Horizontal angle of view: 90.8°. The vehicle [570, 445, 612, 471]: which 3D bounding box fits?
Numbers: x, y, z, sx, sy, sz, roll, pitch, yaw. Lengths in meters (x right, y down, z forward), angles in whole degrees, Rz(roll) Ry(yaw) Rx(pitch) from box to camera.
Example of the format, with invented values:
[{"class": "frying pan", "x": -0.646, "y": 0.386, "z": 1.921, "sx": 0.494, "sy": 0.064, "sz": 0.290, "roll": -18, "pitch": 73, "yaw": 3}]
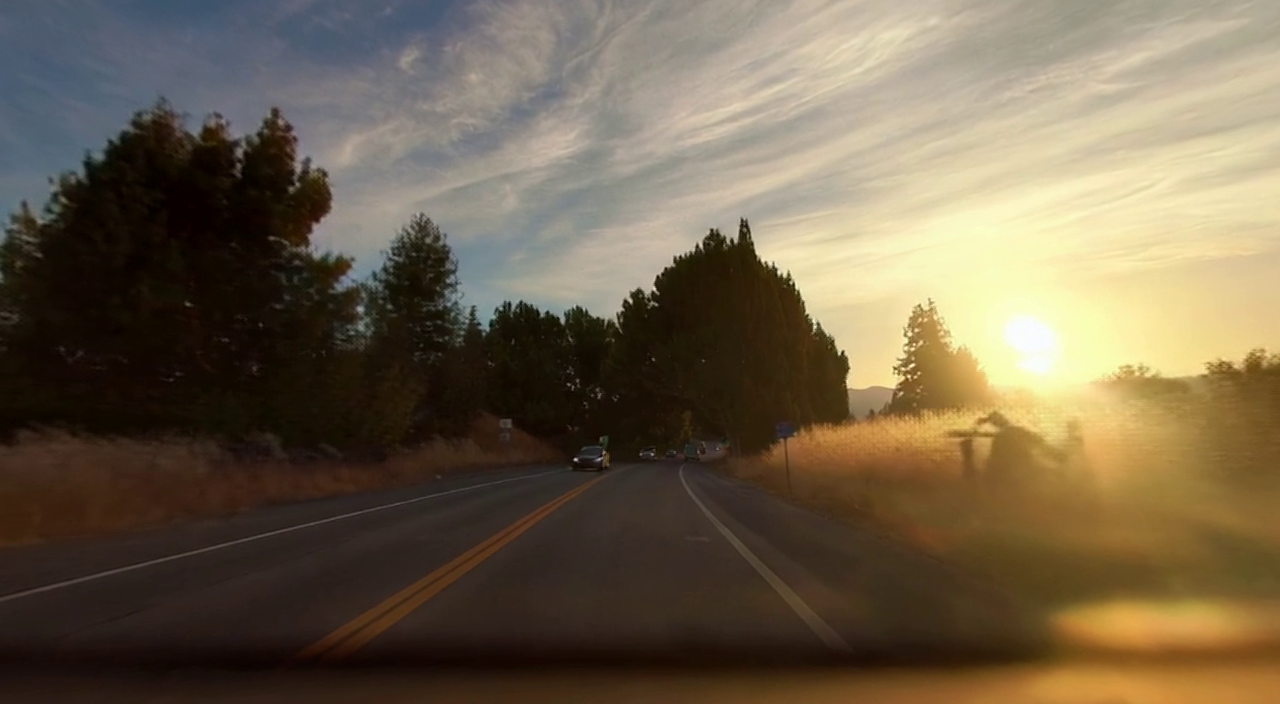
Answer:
[{"class": "vehicle", "x": -3.076, "y": 6.814, "z": 40.768, "sx": 2.049, "sy": 1.566, "sz": 4.387, "roll": -1, "pitch": -8, "yaw": 5}]
